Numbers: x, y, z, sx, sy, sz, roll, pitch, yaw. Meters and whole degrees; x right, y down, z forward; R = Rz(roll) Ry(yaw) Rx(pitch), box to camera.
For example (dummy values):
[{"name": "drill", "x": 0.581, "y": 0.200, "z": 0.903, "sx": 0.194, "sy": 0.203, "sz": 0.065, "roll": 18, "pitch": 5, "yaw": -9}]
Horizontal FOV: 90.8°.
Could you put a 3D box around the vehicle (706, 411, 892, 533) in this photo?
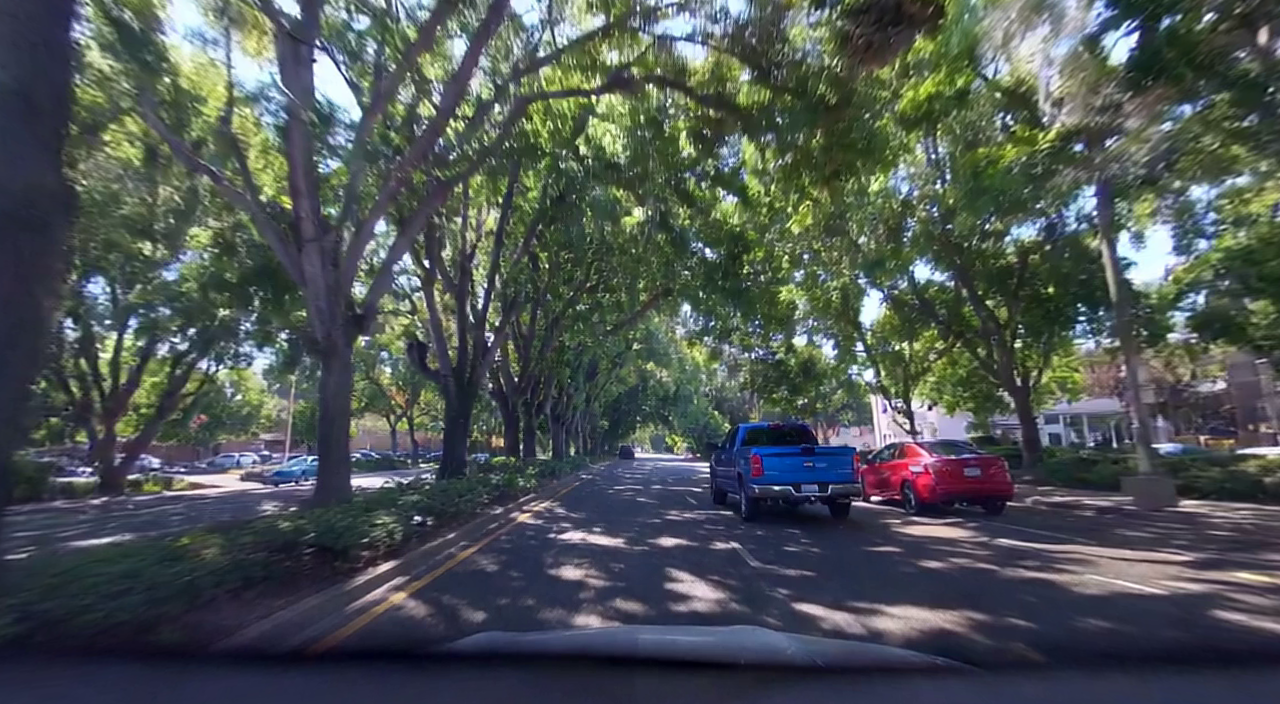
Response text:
[{"name": "vehicle", "x": 2.683, "y": 2.210, "z": 12.247, "sx": 2.138, "sy": 1.836, "sz": 5.245, "roll": 0, "pitch": -8, "yaw": -1}]

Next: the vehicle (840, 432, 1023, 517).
[{"name": "vehicle", "x": 6.251, "y": 2.654, "z": 14.231, "sx": 1.993, "sy": 1.604, "sz": 4.260, "roll": 0, "pitch": -8, "yaw": -1}]

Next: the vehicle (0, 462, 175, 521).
[{"name": "vehicle", "x": -17.067, "y": 4.213, "z": 19.533, "sx": 1.960, "sy": 1.461, "sz": 4.495, "roll": 0, "pitch": -8, "yaw": 0}]

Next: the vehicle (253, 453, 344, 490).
[{"name": "vehicle", "x": -17.482, "y": 6.099, "z": 32.612, "sx": 2.133, "sy": 1.724, "sz": 4.642, "roll": 0, "pitch": -9, "yaw": -1}]
